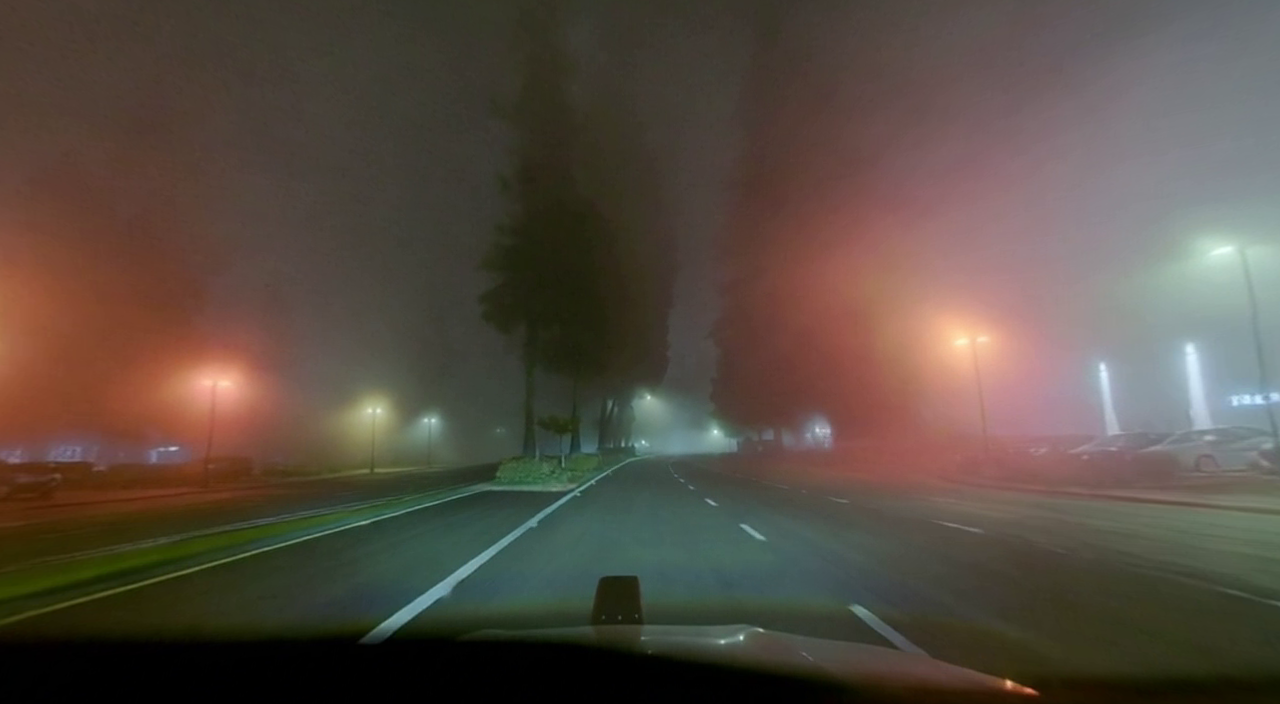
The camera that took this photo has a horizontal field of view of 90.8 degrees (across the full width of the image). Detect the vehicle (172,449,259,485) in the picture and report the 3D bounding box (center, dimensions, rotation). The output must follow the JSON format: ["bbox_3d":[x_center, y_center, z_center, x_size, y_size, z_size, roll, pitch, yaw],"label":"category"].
[{"bbox_3d":[-24.949,6.788,37.086,5.468,1.809,2.141,-8,-10,31],"label":"vehicle"}]

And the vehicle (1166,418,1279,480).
[{"bbox_3d":[20.120,3.100,20.241,4.618,1.835,2.123,0,-9,-2],"label":"vehicle"}]

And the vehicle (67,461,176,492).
[{"bbox_3d":[-29.041,6.977,35.617,1.864,1.502,4.731,-1,-9,6],"label":"vehicle"}]
